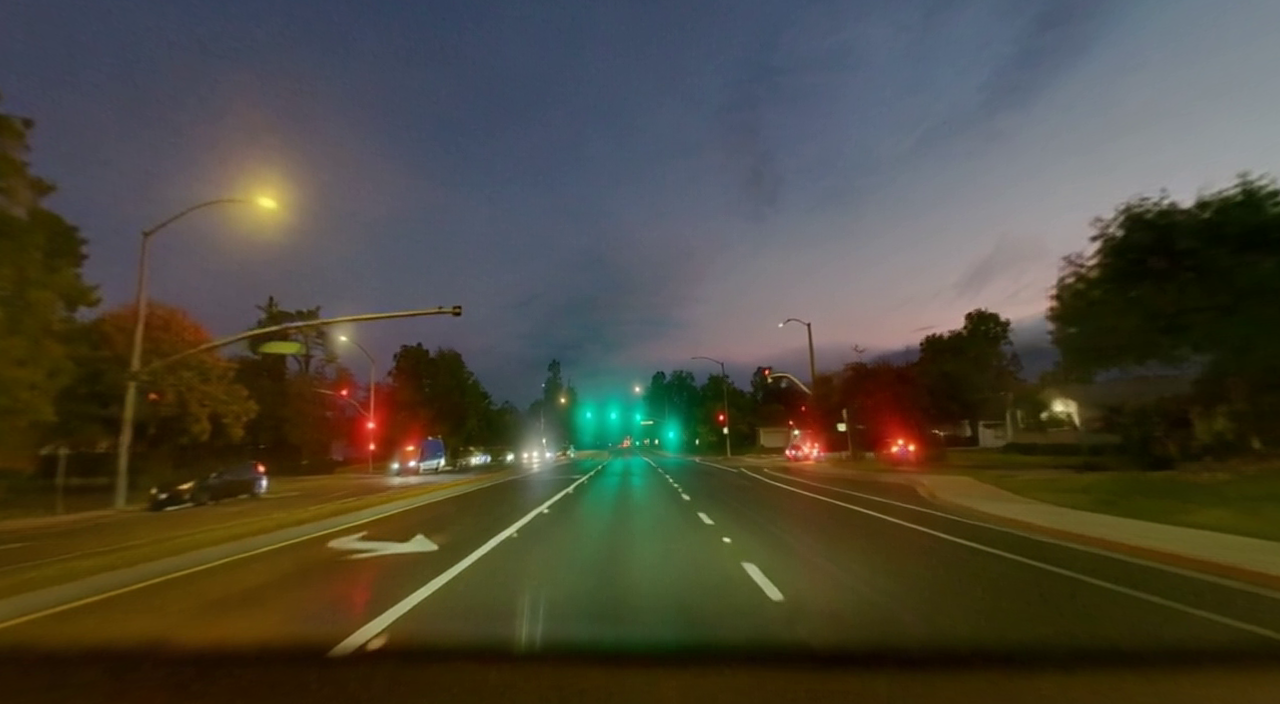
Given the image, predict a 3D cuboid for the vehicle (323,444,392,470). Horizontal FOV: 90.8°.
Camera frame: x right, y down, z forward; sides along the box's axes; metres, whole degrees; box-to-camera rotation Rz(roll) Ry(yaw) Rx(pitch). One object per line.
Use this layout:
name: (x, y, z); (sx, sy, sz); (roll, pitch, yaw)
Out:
vehicle: (-21.243, 7.890, 47.572); (4.323, 1.678, 1.890); (-2, -7, -1)

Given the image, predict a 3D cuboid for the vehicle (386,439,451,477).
vehicle: (-13.871, 6.636, 39.954); (2.346, 2.217, 5.290); (0, -8, -2)

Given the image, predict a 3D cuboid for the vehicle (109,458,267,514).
vehicle: (-14.081, 4.154, 20.050); (1.888, 1.470, 4.282); (0, -8, -1)
